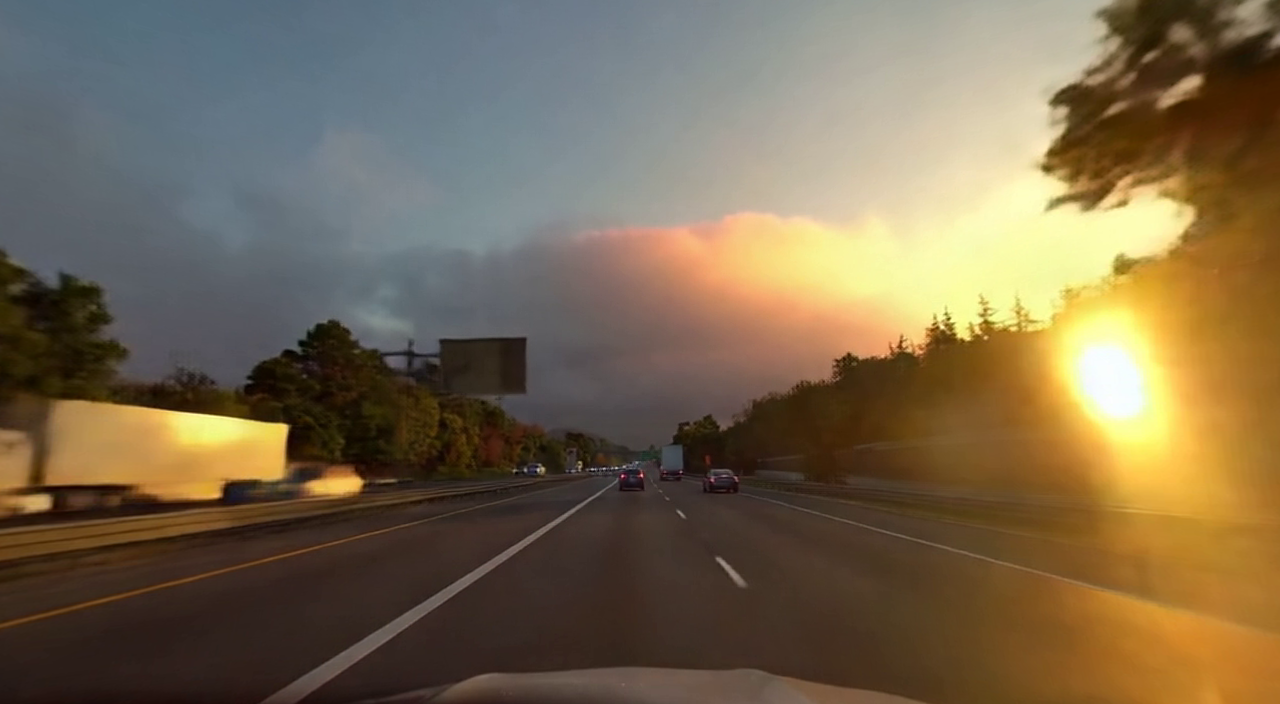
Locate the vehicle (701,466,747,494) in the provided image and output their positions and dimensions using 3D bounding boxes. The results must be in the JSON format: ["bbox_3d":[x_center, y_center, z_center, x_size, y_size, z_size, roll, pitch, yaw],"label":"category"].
[{"bbox_3d":[4.739,7.325,36.157,1.897,1.476,4.334,1,-10,-2],"label":"vehicle"}]

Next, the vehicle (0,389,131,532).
[{"bbox_3d":[-19.763,3.358,19.416,2.911,4.025,5.844,0,-10,0],"label":"vehicle"}]

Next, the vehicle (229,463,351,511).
[{"bbox_3d":[-12.518,4.832,22.934,1.889,1.535,4.380,0,-10,0],"label":"vehicle"}]

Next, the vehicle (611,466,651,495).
[{"bbox_3d":[-0.479,6.870,33.872,2.010,1.436,3.973,0,-10,-1],"label":"vehicle"}]
